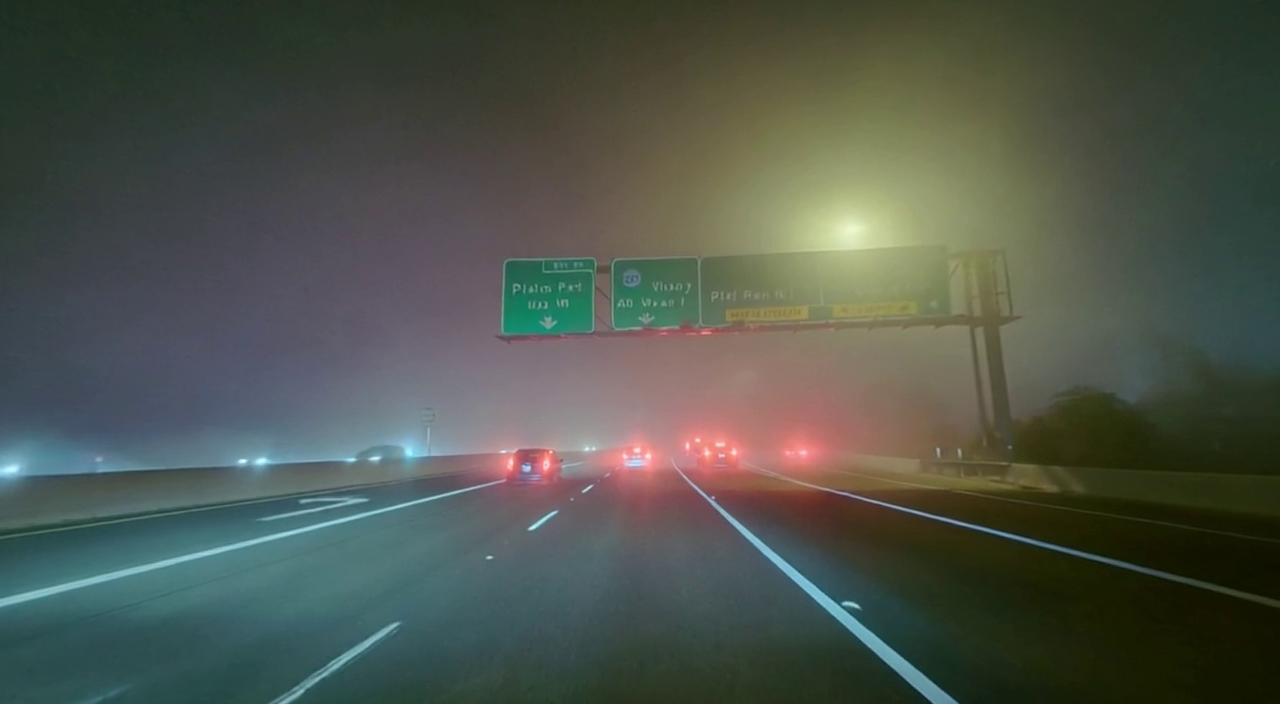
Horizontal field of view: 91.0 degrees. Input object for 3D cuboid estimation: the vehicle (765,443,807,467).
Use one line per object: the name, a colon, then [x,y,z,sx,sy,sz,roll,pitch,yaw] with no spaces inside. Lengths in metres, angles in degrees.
vehicle: [9.606,6.819,41.772,1.971,1.464,4.357,0,-9,3]

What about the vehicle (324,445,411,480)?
vehicle: [-12.830,5.215,29.981,1.962,1.520,4.617,0,-9,2]

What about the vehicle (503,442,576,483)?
vehicle: [-3.887,4.369,25.202,1.996,1.488,4.451,0,-9,2]

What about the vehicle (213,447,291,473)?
vehicle: [-23.549,6.573,38.459,1.856,1.497,4.453,0,-9,1]

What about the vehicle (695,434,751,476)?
vehicle: [3.738,4.725,29.032,2.045,1.768,4.249,0,-9,0]

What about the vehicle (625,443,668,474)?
vehicle: [0.362,5.430,32.321,2.071,1.478,4.130,0,-9,1]

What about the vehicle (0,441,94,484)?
vehicle: [-26.258,4.630,26.626,1.941,1.685,4.713,0,-9,2]
